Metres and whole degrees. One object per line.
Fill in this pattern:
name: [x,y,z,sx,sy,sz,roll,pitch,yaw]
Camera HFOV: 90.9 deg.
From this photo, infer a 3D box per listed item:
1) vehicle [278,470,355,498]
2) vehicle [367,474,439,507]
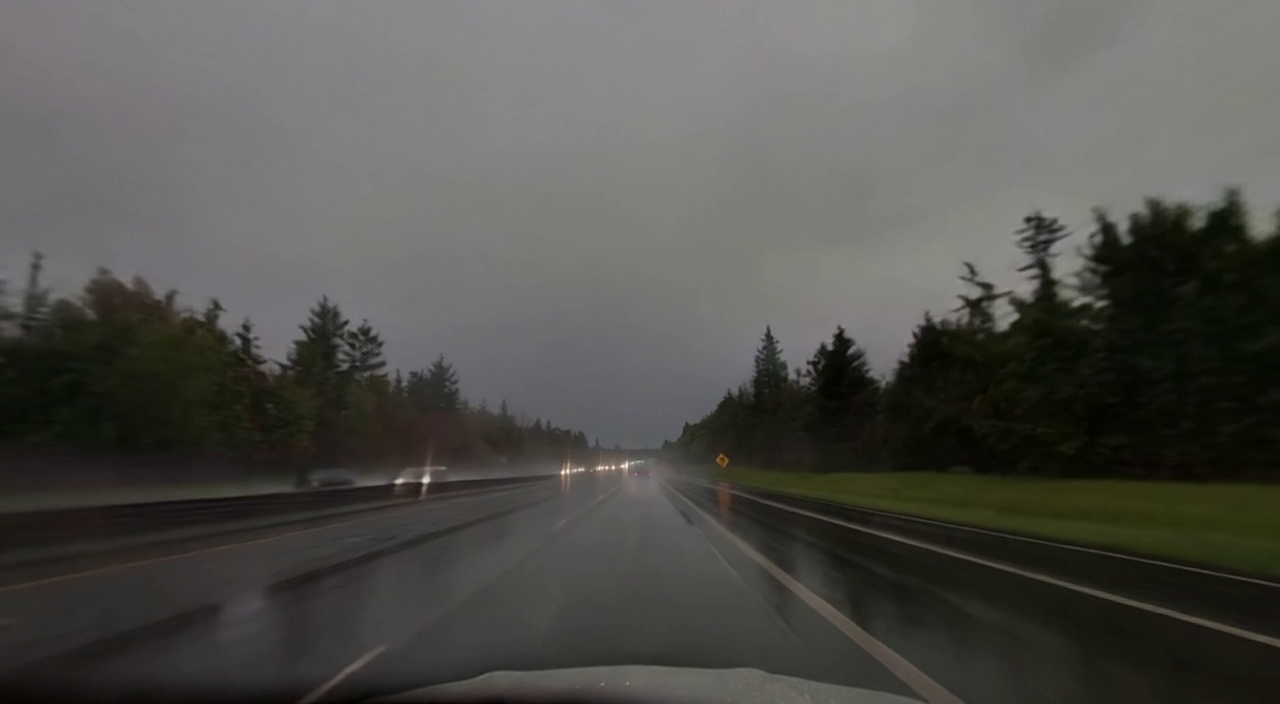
vehicle: [-18.990,7.758,37.267,2.004,1.483,4.647,1,-11,1]
vehicle: [-11.348,6.648,30.547,1.818,1.419,4.237,1,-11,0]
